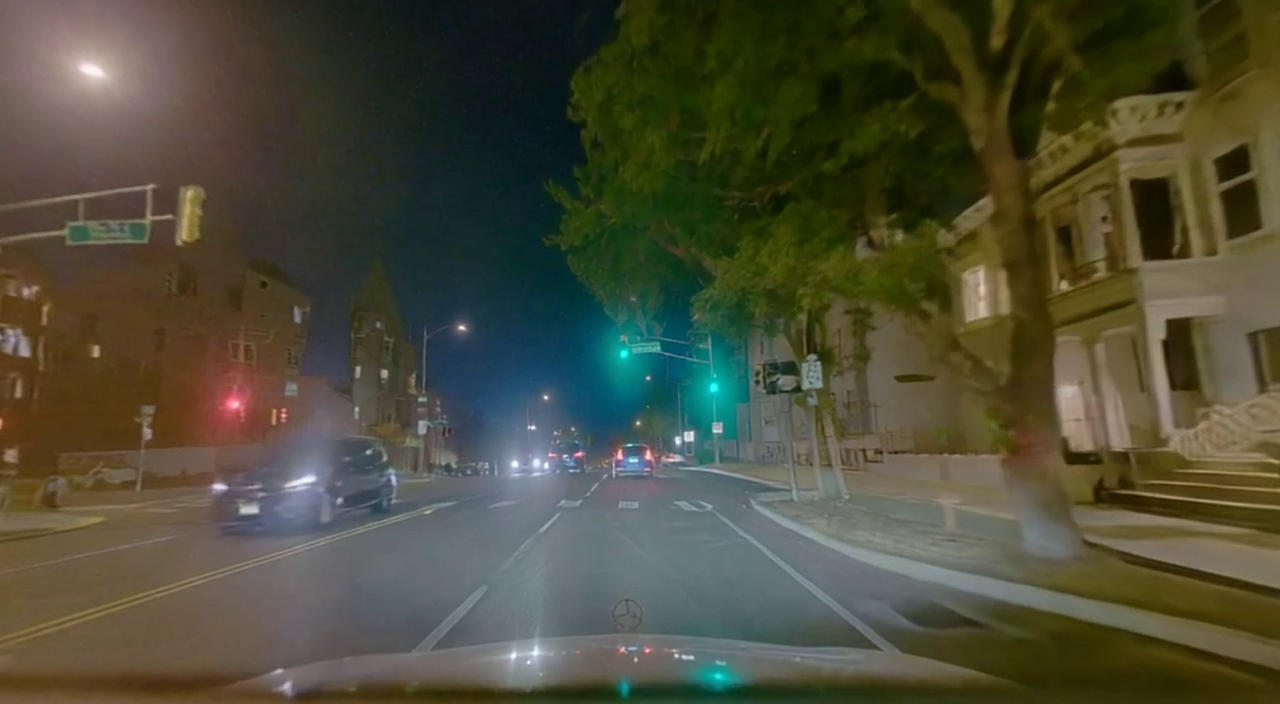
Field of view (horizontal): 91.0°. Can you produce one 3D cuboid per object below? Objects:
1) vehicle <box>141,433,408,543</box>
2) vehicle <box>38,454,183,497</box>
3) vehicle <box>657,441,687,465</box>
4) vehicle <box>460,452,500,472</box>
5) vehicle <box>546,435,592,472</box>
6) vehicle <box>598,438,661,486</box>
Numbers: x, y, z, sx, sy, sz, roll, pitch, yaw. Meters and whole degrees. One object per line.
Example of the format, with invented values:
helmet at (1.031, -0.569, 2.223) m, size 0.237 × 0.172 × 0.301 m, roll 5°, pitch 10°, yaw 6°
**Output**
vehicle at (-6.339, 2.390, 11.873) m, size 2.048 × 1.601 × 5.047 m, roll 0°, pitch -8°, yaw -1°
vehicle at (-23.232, 5.420, 27.735) m, size 4.537 × 1.755 × 1.933 m, roll 0°, pitch -9°, yaw -1°
vehicle at (2.392, 7.601, 47.496) m, size 1.969 × 1.725 × 4.387 m, roll 0°, pitch -8°, yaw -1°
vehicle at (-12.396, 8.529, 49.012) m, size 1.913 × 1.475 × 4.372 m, roll 0°, pitch -8°, yaw 1°
vehicle at (-3.724, 5.392, 33.532) m, size 1.983 × 1.841 × 4.013 m, roll 0°, pitch -8°, yaw 0°
vehicle at (-0.383, 3.832, 22.171) m, size 1.998 × 1.518 × 4.015 m, roll 0°, pitch -8°, yaw -1°
